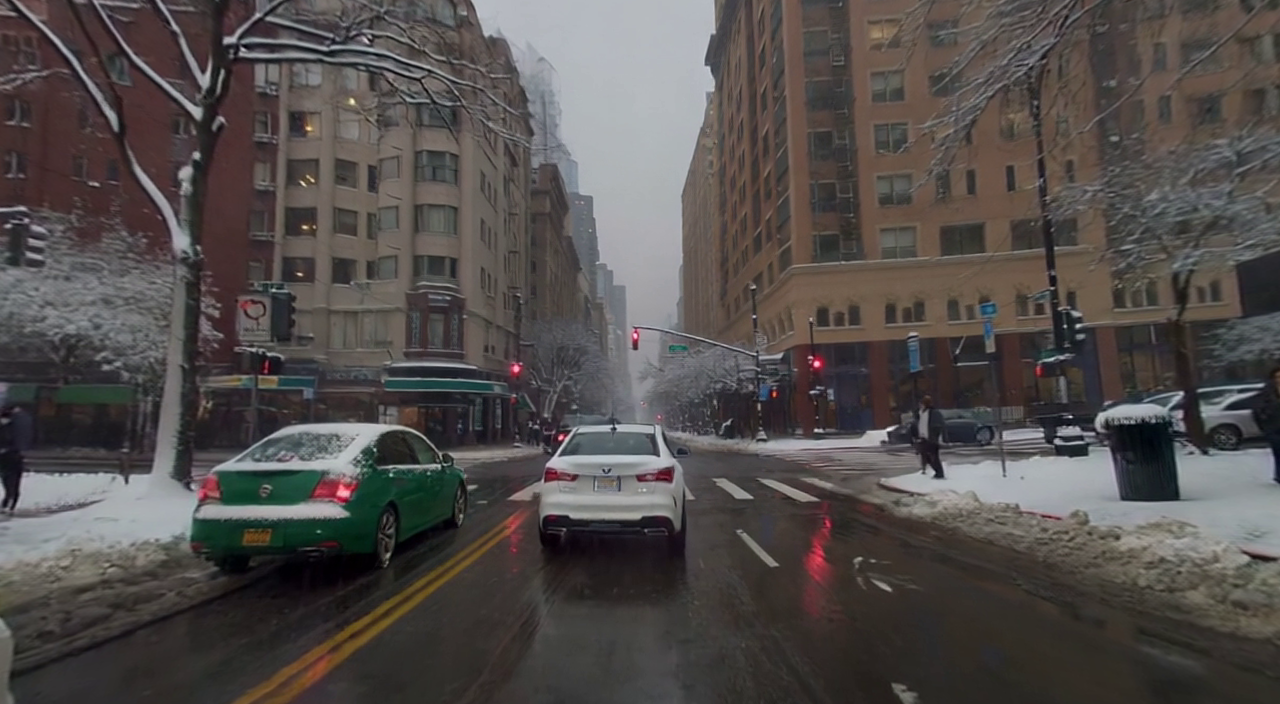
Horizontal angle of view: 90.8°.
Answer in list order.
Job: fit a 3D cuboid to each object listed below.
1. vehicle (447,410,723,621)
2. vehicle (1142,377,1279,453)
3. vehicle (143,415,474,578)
[{"bbox_3d":[-0.422,1.479,6.626,1.999,1.520,3.896,0,-8,-1],"label":"vehicle"},{"bbox_3d":[21.621,2.298,22.506,5.863,2.493,2.354,1,-9,-11],"label":"vehicle"},{"bbox_3d":[-3.705,1.686,8.175,1.934,1.522,4.287,0,-8,0],"label":"vehicle"}]
